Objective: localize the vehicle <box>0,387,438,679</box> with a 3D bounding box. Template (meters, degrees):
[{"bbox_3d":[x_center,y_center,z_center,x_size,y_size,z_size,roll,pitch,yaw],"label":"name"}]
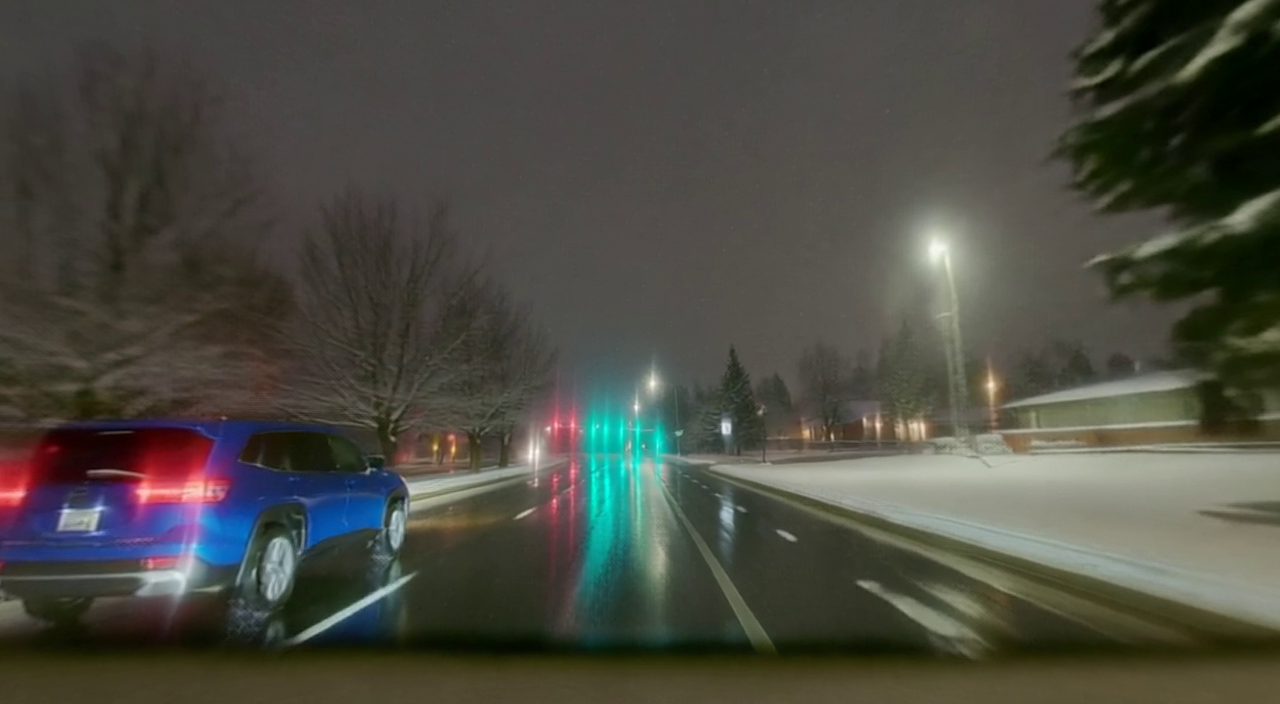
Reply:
[{"bbox_3d":[-3.728,1.406,6.022,2.121,1.724,4.392,0,-9,0],"label":"vehicle"}]
